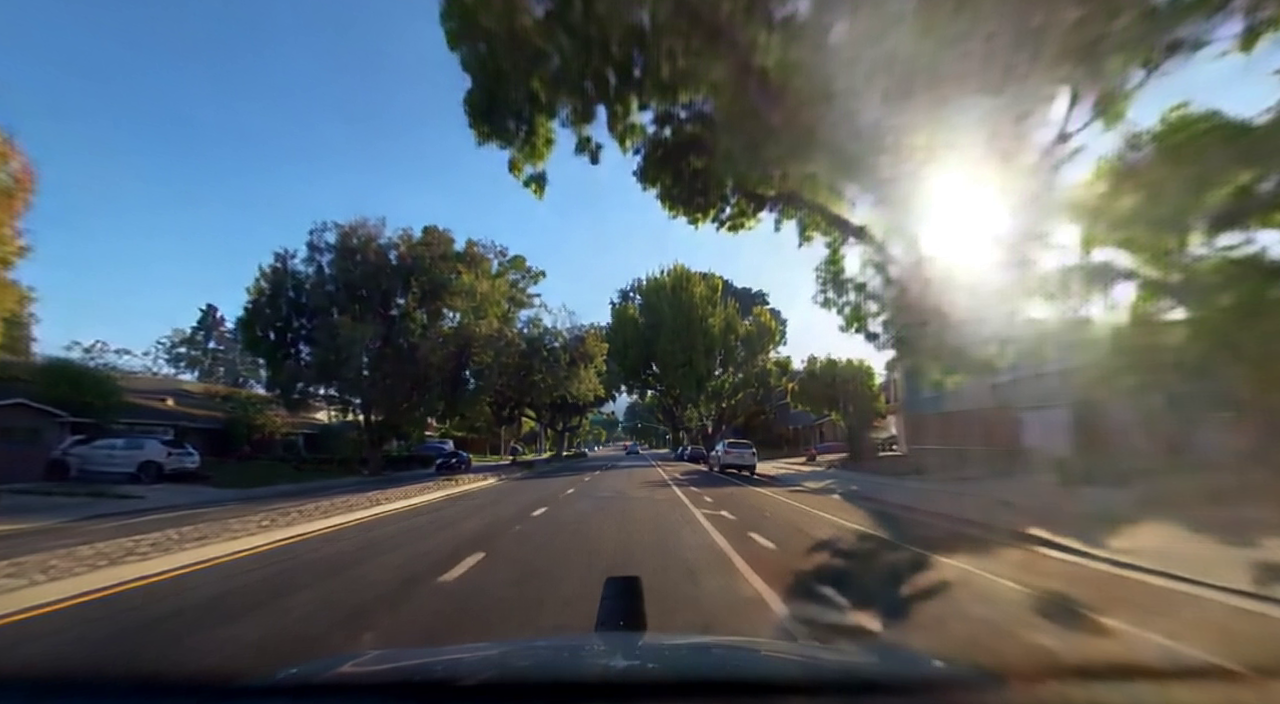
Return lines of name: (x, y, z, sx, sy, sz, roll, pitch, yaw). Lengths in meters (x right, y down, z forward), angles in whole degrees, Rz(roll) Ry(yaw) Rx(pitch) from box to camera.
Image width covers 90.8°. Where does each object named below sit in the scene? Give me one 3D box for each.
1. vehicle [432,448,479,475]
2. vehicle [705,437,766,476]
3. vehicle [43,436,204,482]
vehicle: (-12.419, 7.367, 42.740, 1.939, 1.537, 4.197, -3, -7, 0)
vehicle: (4.657, 5.219, 31.717, 2.180, 1.782, 4.790, 0, -8, -2)
vehicle: (-21.158, 4.388, 26.019, 4.853, 1.754, 2.095, -1, -9, 3)
